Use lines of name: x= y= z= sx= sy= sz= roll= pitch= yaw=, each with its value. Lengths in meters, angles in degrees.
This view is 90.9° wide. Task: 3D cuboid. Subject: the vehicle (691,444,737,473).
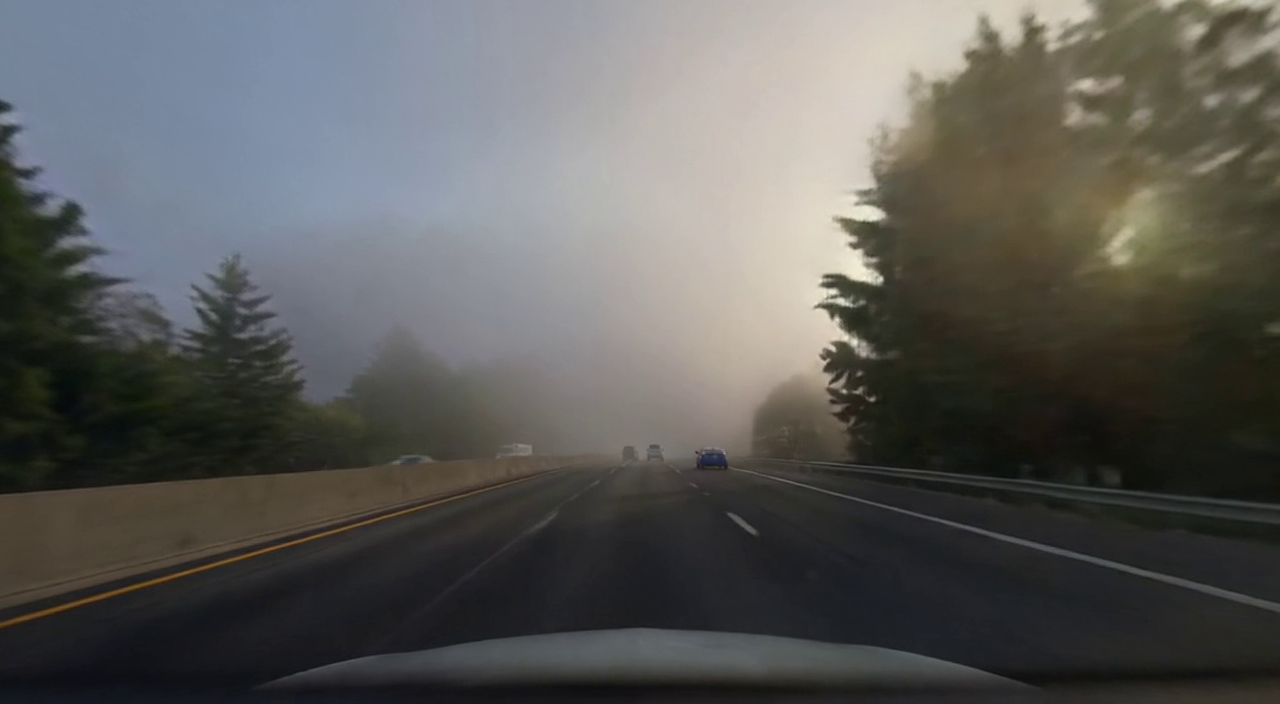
vehicle: x=4.290 y=6.227 z=37.030 sx=2.175 sy=1.574 sz=3.943 roll=0 pitch=-9 yaw=0
